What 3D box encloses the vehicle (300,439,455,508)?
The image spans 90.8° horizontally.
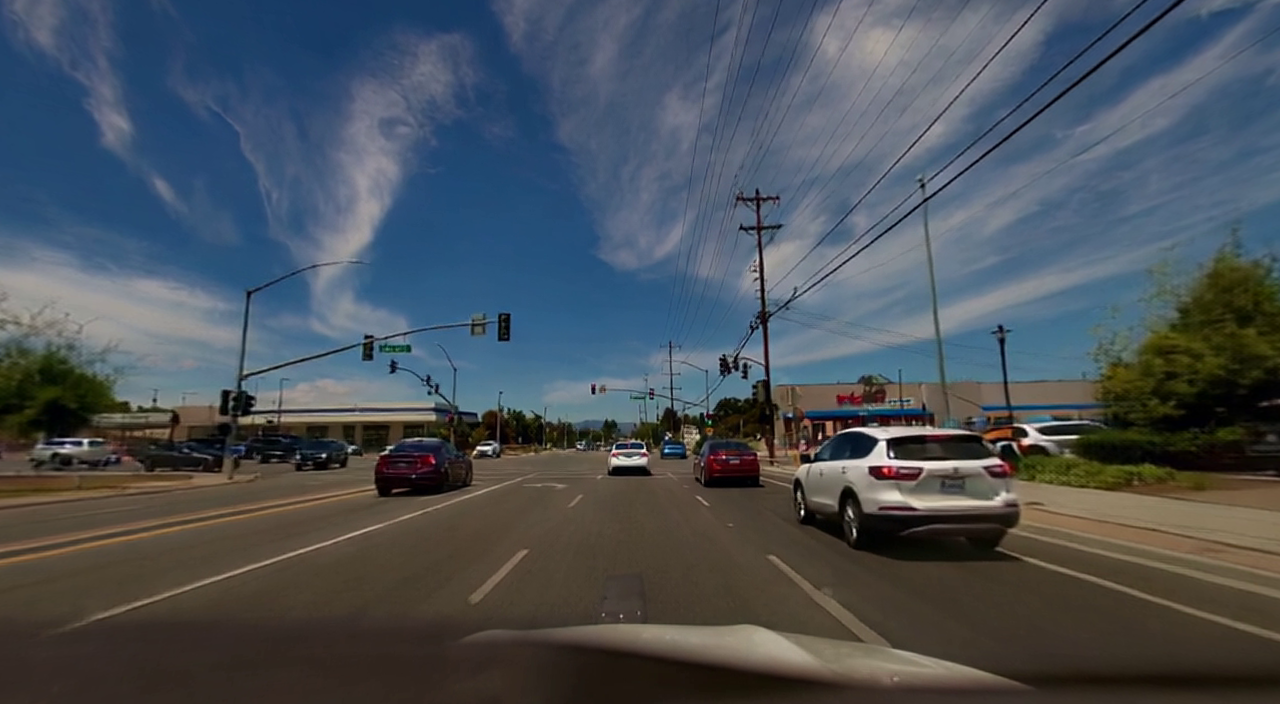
[{"bbox_3d":[-6.356,2.958,15.943,2.075,1.470,4.190,-1,-8,1],"label":"vehicle"}]

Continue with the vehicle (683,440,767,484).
[{"bbox_3d":[2.989,3.975,23.236,2.208,1.436,4.542,0,-8,-3],"label":"vehicle"}]

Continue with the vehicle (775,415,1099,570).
[{"bbox_3d":[3.793,1.889,9.341,2.452,1.682,4.565,0,-8,-2],"label":"vehicle"}]

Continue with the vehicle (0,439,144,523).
[{"bbox_3d":[-14.363,2.928,14.682,1.937,1.745,4.540,-1,-8,0],"label":"vehicle"}]

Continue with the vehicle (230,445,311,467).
[{"bbox_3d":[-27.355,7.704,46.868,4.635,1.525,2.111,0,-8,0],"label":"vehicle"}]

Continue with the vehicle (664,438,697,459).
[{"bbox_3d":[2.957,7.177,47.122,1.971,1.477,4.121,0,-8,-2],"label":"vehicle"}]

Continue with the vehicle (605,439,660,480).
[{"bbox_3d":[-0.329,4.298,25.563,2.065,1.484,3.894,0,-8,-1],"label":"vehicle"}]
